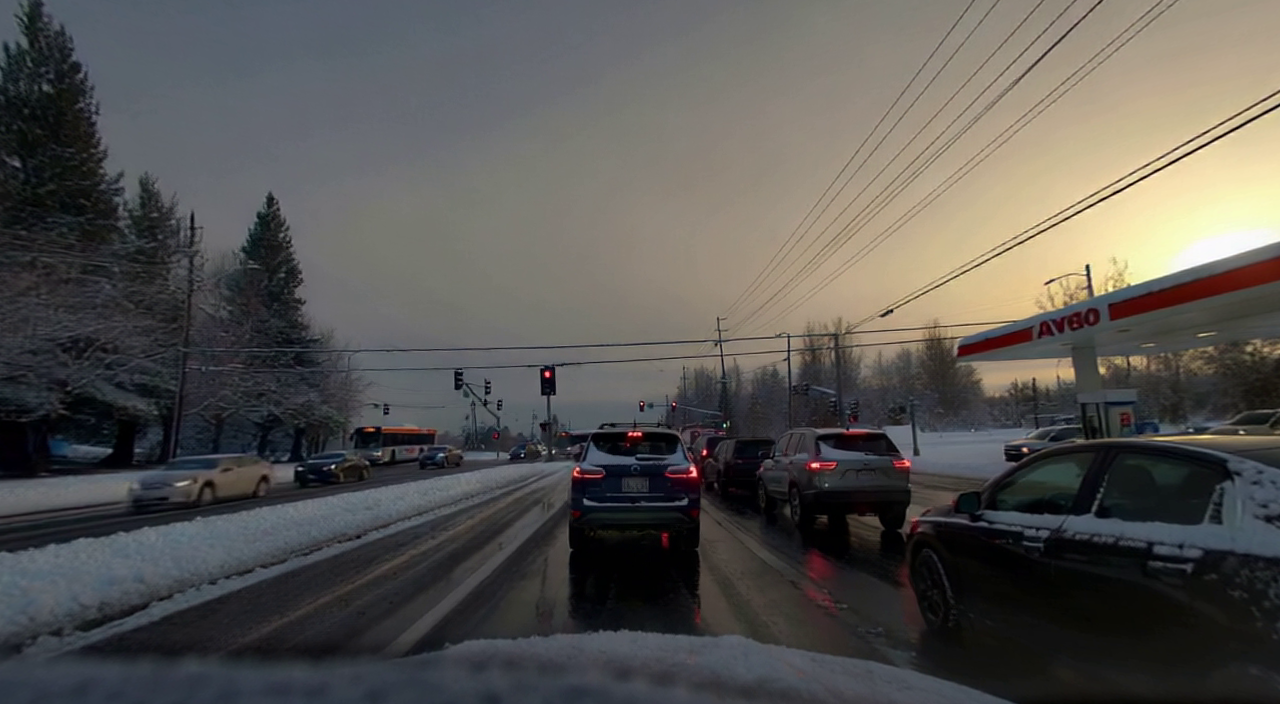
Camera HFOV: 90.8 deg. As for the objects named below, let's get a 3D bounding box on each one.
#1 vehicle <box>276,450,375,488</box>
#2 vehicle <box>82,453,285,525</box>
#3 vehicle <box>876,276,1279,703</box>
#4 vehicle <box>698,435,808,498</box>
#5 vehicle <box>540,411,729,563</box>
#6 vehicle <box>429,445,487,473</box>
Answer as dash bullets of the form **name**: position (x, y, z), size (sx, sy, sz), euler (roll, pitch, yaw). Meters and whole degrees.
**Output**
- **vehicle**: position (-13.586, 5.053, 27.698), size (1.967, 1.486, 4.701), euler (0, -9, -1)
- **vehicle**: position (-10.357, 3.085, 14.792), size (1.812, 1.403, 3.918), euler (0, -9, 0)
- **vehicle**: position (3.089, 0.840, 3.214), size (2.049, 1.813, 4.245), euler (0, -9, -1)
- **vehicle**: position (2.885, 3.042, 17.216), size (2.040, 1.481, 4.407), euler (0, -9, -2)
- **vehicle**: position (-0.110, 1.805, 9.118), size (2.087, 1.677, 4.053), euler (0, -9, -1)
- **vehicle**: position (-10.640, 6.262, 37.269), size (2.030, 1.498, 4.690), euler (0, -9, 0)
